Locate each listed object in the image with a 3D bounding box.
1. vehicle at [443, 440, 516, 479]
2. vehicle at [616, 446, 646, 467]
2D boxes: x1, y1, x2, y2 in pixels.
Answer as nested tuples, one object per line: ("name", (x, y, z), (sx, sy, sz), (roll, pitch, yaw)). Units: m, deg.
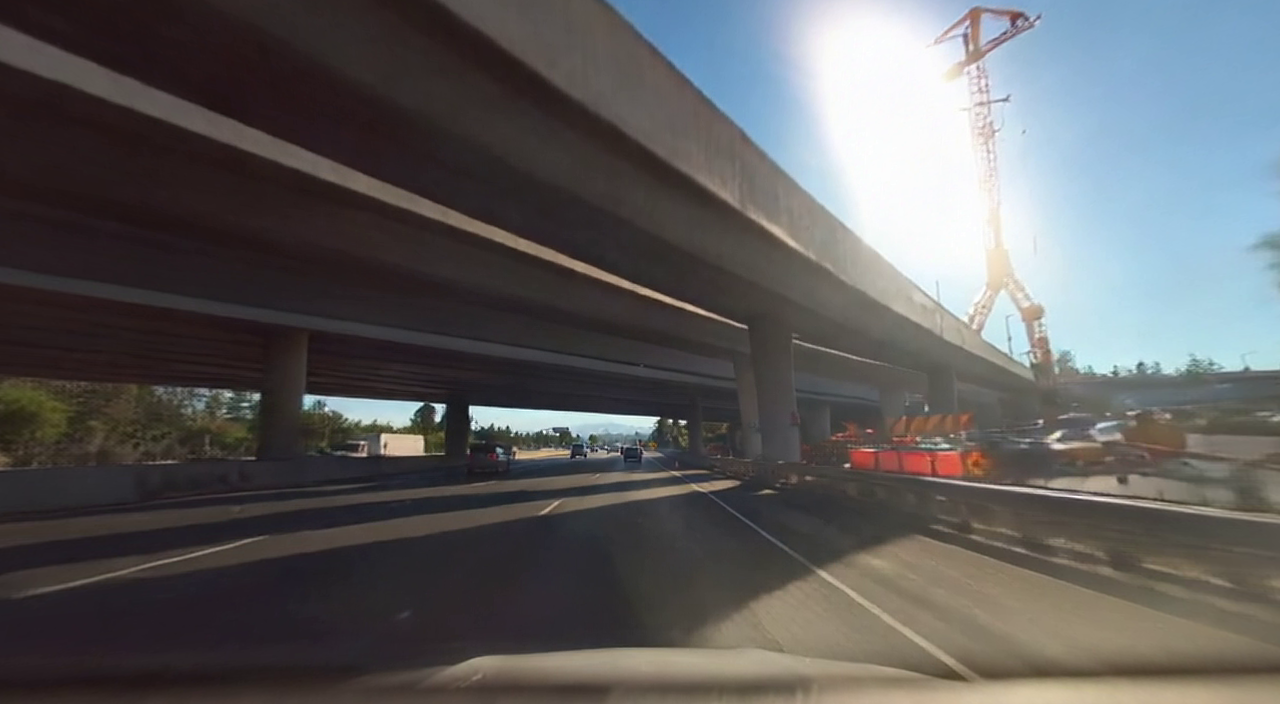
("vehicle", (-7.116, 4.807, 28.472), (2.128, 1.604, 4.279), (0, -9, 0))
("vehicle", (-0.629, 7.494, 45.513), (2.051, 1.459, 4.092), (0, -9, 0))
